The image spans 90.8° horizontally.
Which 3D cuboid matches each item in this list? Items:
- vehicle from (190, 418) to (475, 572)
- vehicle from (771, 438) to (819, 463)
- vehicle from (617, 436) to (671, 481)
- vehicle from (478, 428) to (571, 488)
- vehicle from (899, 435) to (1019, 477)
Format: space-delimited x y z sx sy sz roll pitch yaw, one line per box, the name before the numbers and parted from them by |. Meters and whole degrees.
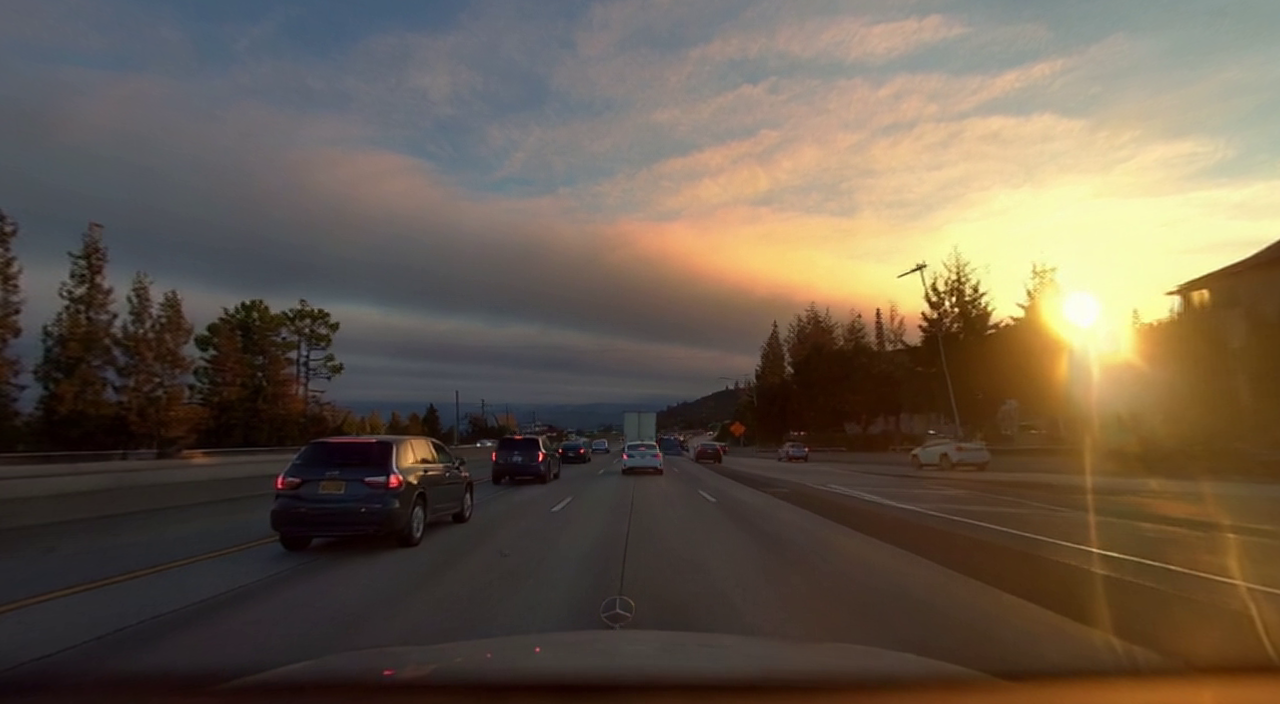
vehicle | -3.908 1.874 8.997 1.988 1.668 4.021 0 -9 0
vehicle | 11.020 7.027 45.119 2.048 1.674 4.106 1 -9 -5
vehicle | 0.142 4.363 26.163 2.063 1.703 4.203 0 -9 0
vehicle | -4.052 3.857 23.294 2.301 1.944 5.482 0 -9 1
vehicle | 12.467 4.089 25.108 1.905 1.490 4.826 1 -9 -5
